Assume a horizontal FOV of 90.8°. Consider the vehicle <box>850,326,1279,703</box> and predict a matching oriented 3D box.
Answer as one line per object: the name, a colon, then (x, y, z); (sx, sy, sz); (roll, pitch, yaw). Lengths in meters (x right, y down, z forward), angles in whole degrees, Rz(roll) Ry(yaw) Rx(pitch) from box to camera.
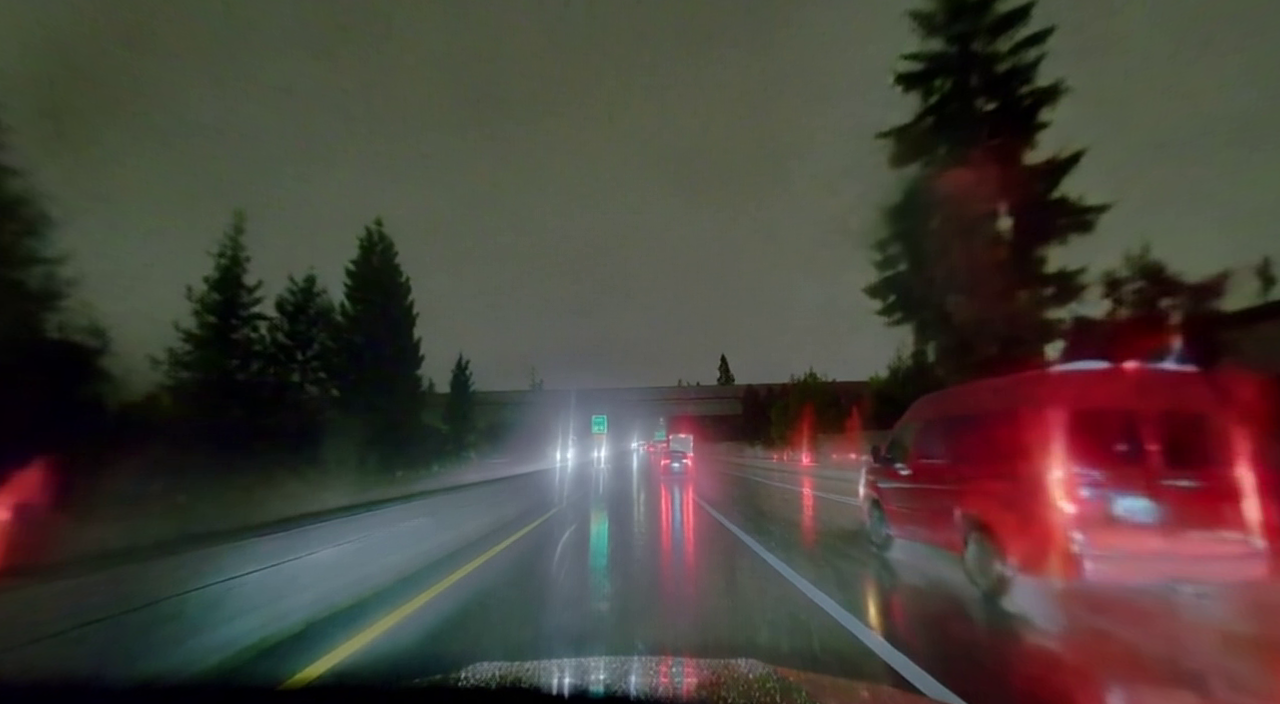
vehicle: (3.921, 1.268, 5.726); (2.152, 1.998, 5.380); (0, -9, 0)
